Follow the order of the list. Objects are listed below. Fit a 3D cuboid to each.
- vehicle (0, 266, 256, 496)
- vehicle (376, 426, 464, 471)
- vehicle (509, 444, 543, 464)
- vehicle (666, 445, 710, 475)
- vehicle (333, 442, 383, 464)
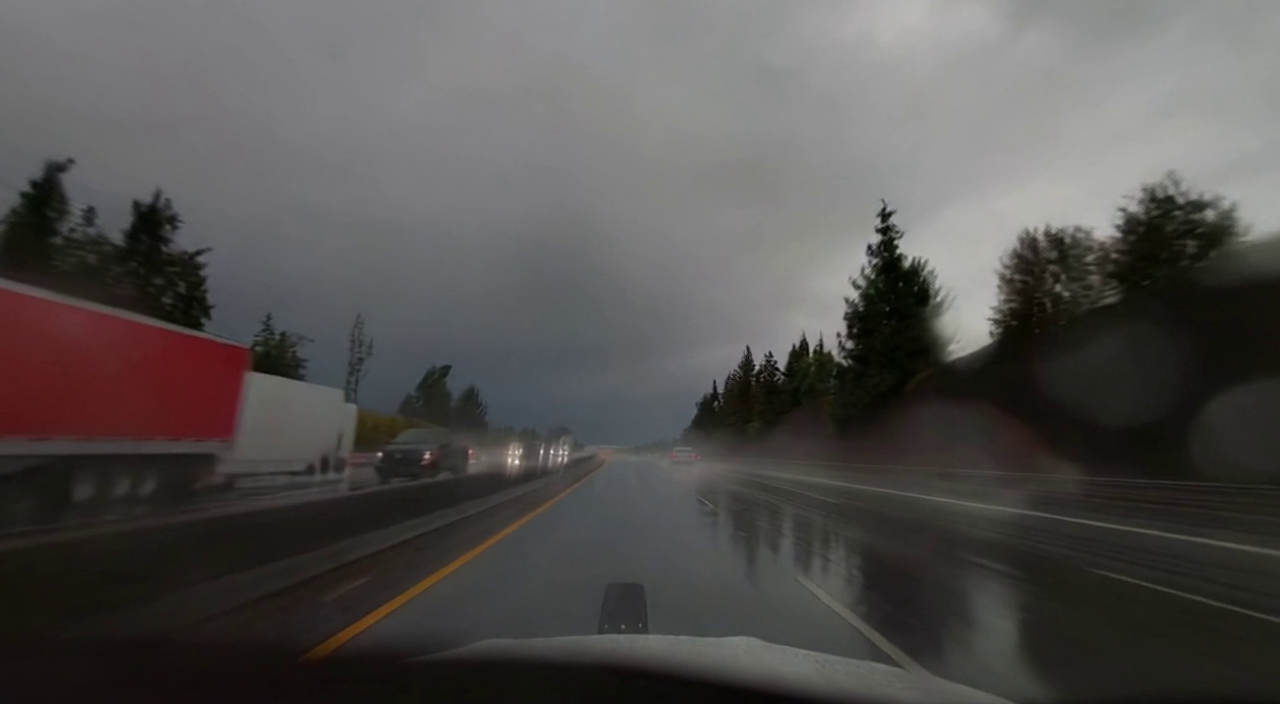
[{"bbox_3d":[-12.616,0.999,14.069,2.867,3.956,8.117,0,-9,-1],"label":"vehicle"},{"bbox_3d":[-8.316,3.722,24.202,1.965,1.566,4.141,0,-9,-2],"label":"vehicle"},{"bbox_3d":[-8.683,7.773,48.274,1.896,1.453,4.125,0,-9,-1],"label":"vehicle"},{"bbox_3d":[2.665,6.124,35.860,2.111,1.599,3.859,0,-9,-2],"label":"vehicle"},{"bbox_3d":[-20.492,7.334,45.969,1.822,1.495,4.247,1,-9,-4],"label":"vehicle"}]
